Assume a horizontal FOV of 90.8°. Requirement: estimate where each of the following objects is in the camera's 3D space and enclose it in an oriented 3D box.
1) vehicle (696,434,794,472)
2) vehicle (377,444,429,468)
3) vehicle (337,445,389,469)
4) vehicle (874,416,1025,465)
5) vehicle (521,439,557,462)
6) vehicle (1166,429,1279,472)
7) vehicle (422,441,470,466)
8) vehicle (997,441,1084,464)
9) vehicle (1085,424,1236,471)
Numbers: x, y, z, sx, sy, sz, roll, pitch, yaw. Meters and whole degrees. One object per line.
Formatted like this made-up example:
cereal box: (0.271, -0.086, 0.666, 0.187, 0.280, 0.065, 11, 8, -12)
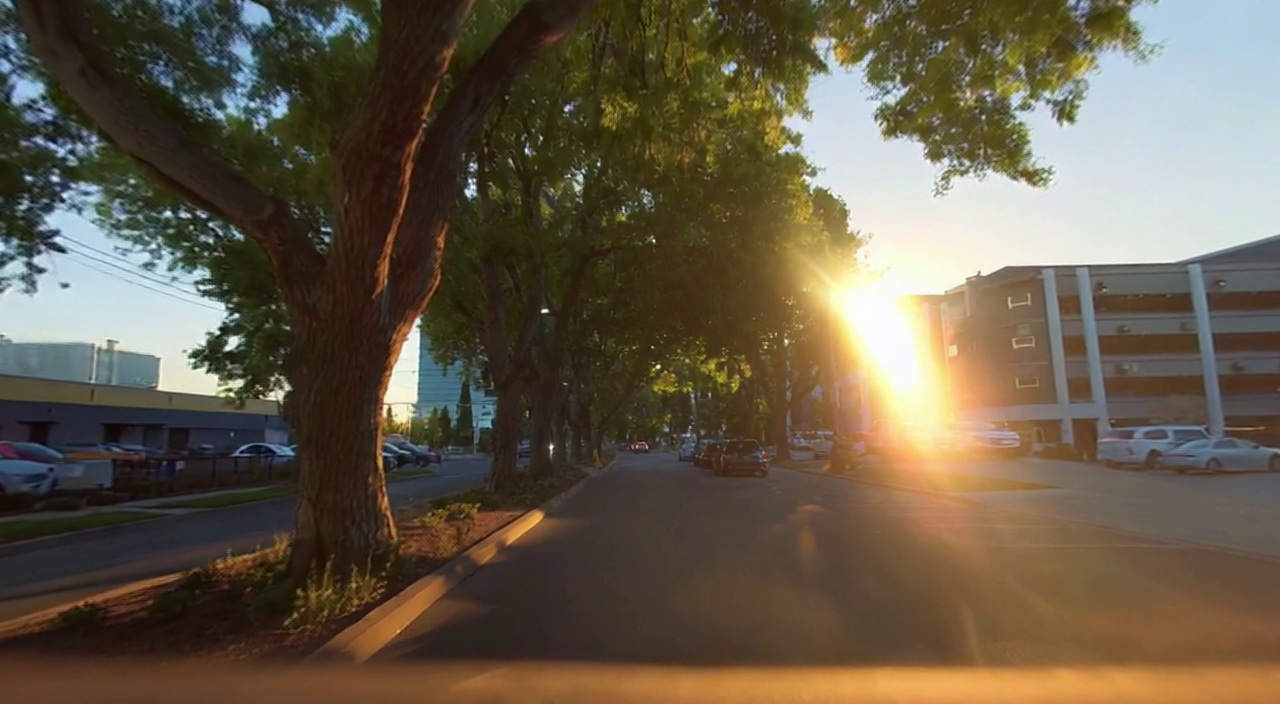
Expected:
vehicle: (5.226, 4.978, 31.307, 4.626, 1.723, 1.939, 5, -10, -33)
vehicle: (-16.897, 7.434, 45.289, 1.850, 1.531, 4.256, 0, -8, 4)
vehicle: (-19.914, 7.540, 45.651, 1.880, 1.617, 3.870, 0, -8, 2)
vehicle: (13.795, 3.972, 28.405, 5.540, 2.045, 2.259, 0, -8, -2)
vehicle: (-7.540, 7.402, 47.592, 1.993, 1.640, 4.457, 0, -8, -1)
vehicle: (26.624, 4.374, 28.079, 4.591, 1.808, 2.016, 0, -9, 0)
vehicle: (-14.037, 7.372, 45.965, 1.888, 1.657, 4.138, 0, -8, 5)
vehicle: (26.589, 6.676, 42.039, 4.558, 1.452, 1.790, 0, -8, -1)
vehicle: (25.816, 4.746, 31.484, 5.596, 2.168, 2.307, 2, -8, -4)
